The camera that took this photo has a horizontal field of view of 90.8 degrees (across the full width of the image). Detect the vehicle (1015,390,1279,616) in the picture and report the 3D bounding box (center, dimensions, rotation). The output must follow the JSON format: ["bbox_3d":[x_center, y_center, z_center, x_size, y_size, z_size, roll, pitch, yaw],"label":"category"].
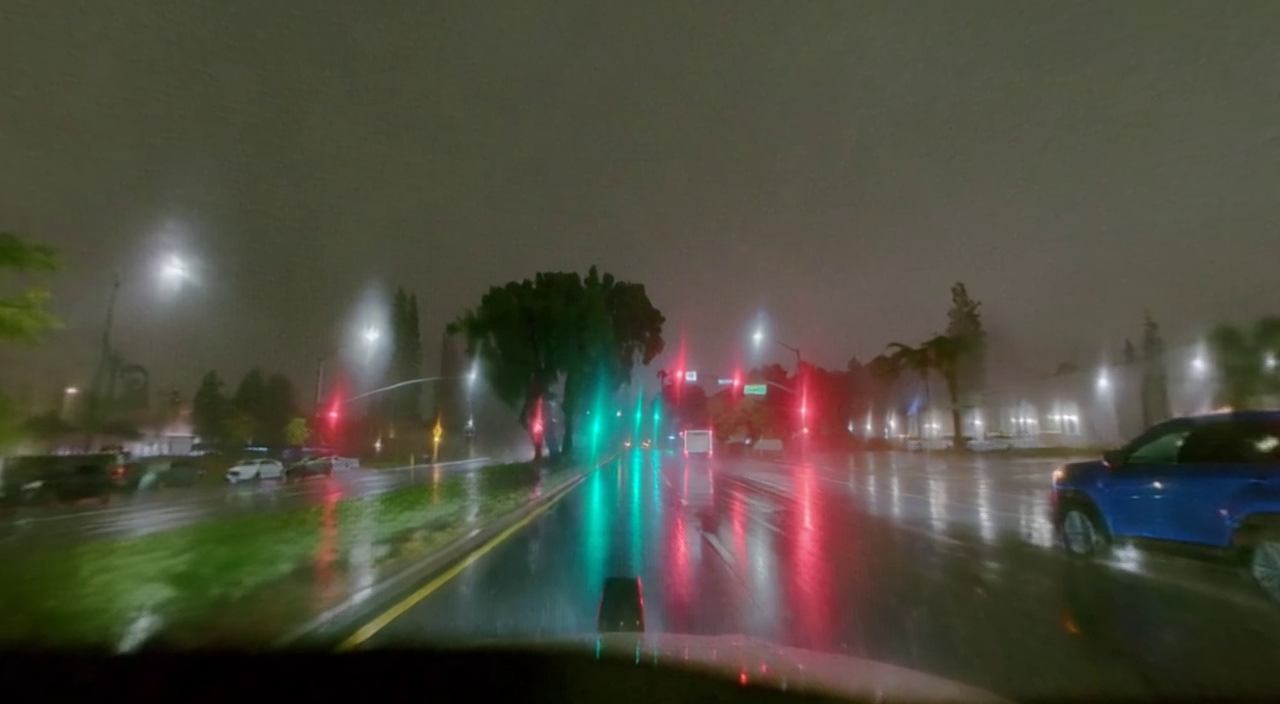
[{"bbox_3d":[6.030,1.335,5.997,2.012,1.754,4.635,0,-8,-1],"label":"vehicle"}]

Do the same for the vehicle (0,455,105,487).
[{"bbox_3d":[-28.824,5.715,30.494,4.228,1.456,1.998,-1,-8,2],"label":"vehicle"}]

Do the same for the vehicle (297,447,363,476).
[{"bbox_3d":[-19.565,6.888,40.081,2.060,1.665,4.282,0,-8,-1],"label":"vehicle"}]

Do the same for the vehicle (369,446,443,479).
[{"bbox_3d":[-11.580,5.466,31.628,1.888,1.480,4.644,0,-8,0],"label":"vehicle"}]

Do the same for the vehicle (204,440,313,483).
[{"bbox_3d":[-19.645,5.646,32.945,2.281,2.035,5.418,0,-8,0],"label":"vehicle"}]
